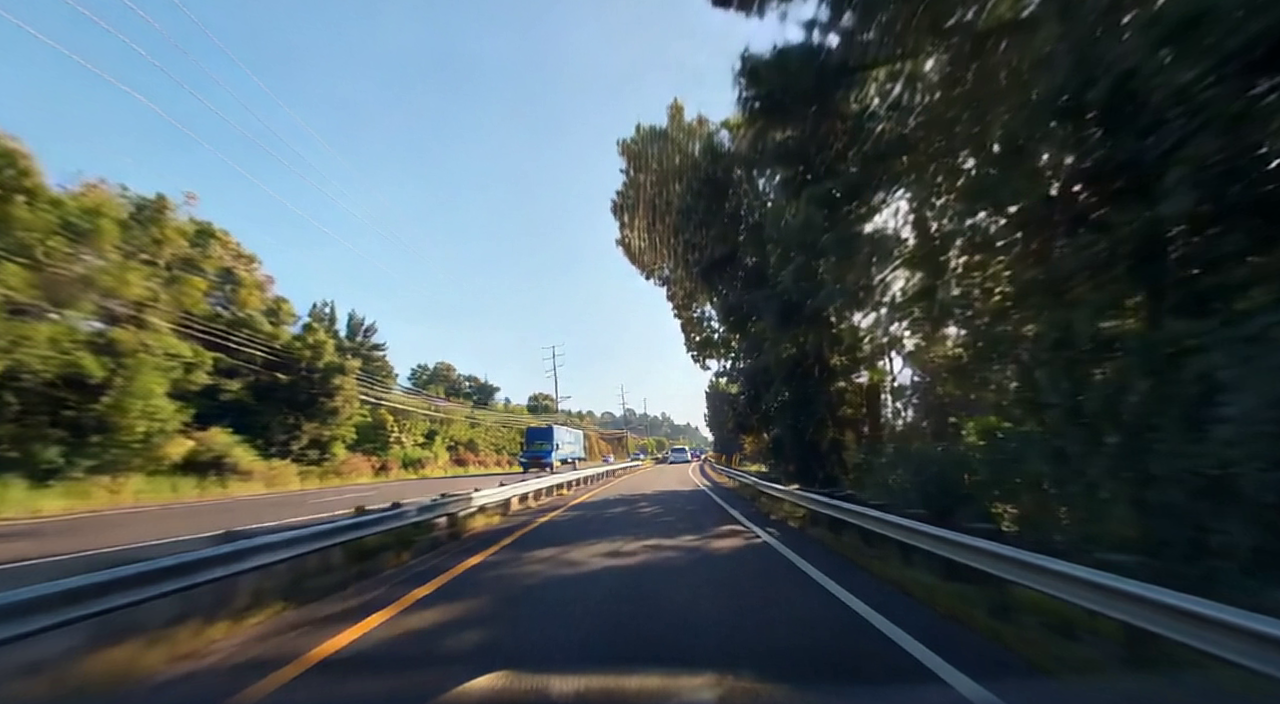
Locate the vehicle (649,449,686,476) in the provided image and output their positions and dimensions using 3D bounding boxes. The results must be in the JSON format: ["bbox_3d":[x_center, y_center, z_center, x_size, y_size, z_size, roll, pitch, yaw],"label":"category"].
[{"bbox_3d":[1.676,6.577,37.723,2.080,1.486,3.813,-1,-9,3],"label":"vehicle"}]
